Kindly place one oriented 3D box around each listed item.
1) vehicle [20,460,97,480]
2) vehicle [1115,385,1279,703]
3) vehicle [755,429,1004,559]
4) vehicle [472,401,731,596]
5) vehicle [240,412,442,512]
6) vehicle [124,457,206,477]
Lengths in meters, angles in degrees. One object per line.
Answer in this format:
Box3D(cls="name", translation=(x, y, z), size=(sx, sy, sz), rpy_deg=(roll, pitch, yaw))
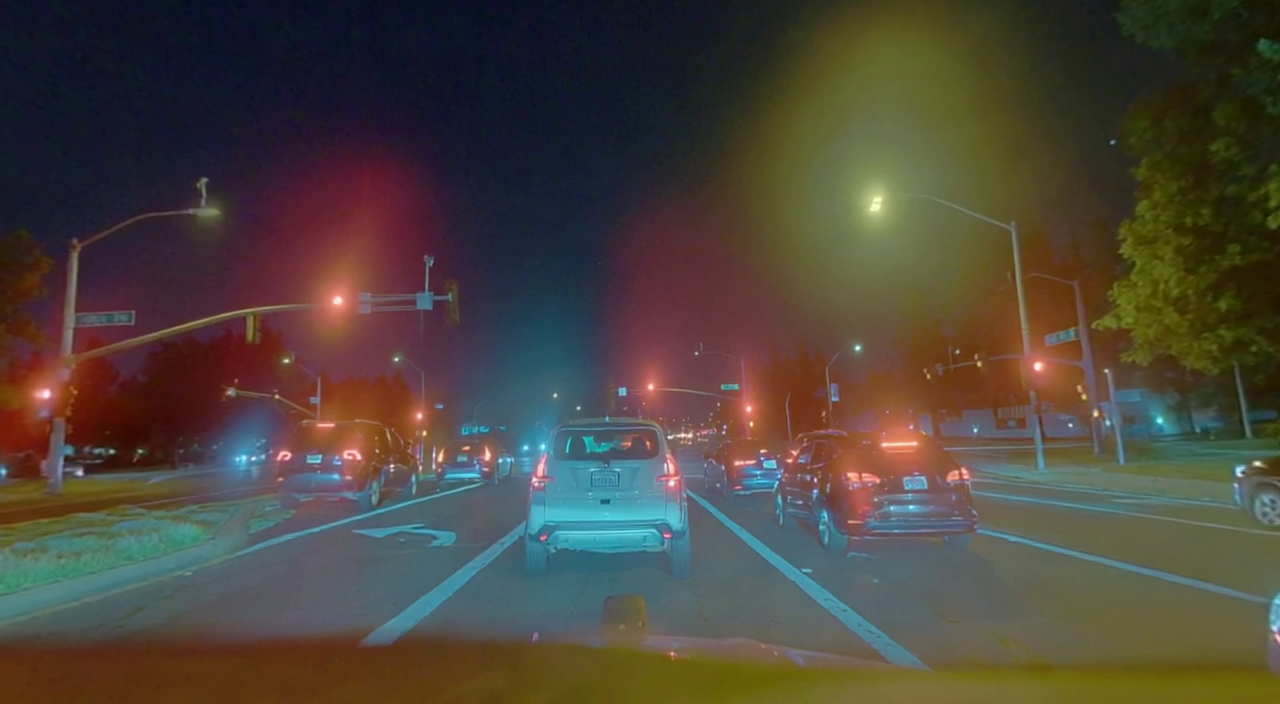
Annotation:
Box3D(cls="vehicle", translation=(-45.688, 9.268, 49.389), size=(4.232, 1.498, 1.791), rpy_deg=(0, -9, 1))
Box3D(cls="vehicle", translation=(3.309, 0.667, 0.819), size=(1.980, 1.515, 4.362), rpy_deg=(0, -9, 1))
Box3D(cls="vehicle", translation=(3.159, 1.969, 9.485), size=(1.971, 1.473, 4.495), rpy_deg=(0, -9, 0))
Box3D(cls="vehicle", translation=(-0.316, 1.587, 7.594), size=(2.256, 1.694, 4.055), rpy_deg=(0, -9, 0))
Box3D(cls="vehicle", translation=(-6.728, 2.551, 14.995), size=(2.214, 1.953, 5.017), rpy_deg=(0, -9, 1))
Box3D(cls="vehicle", translation=(-37.331, 9.036, 49.435), size=(4.914, 1.487, 1.850), rpy_deg=(0, -9, 0))
